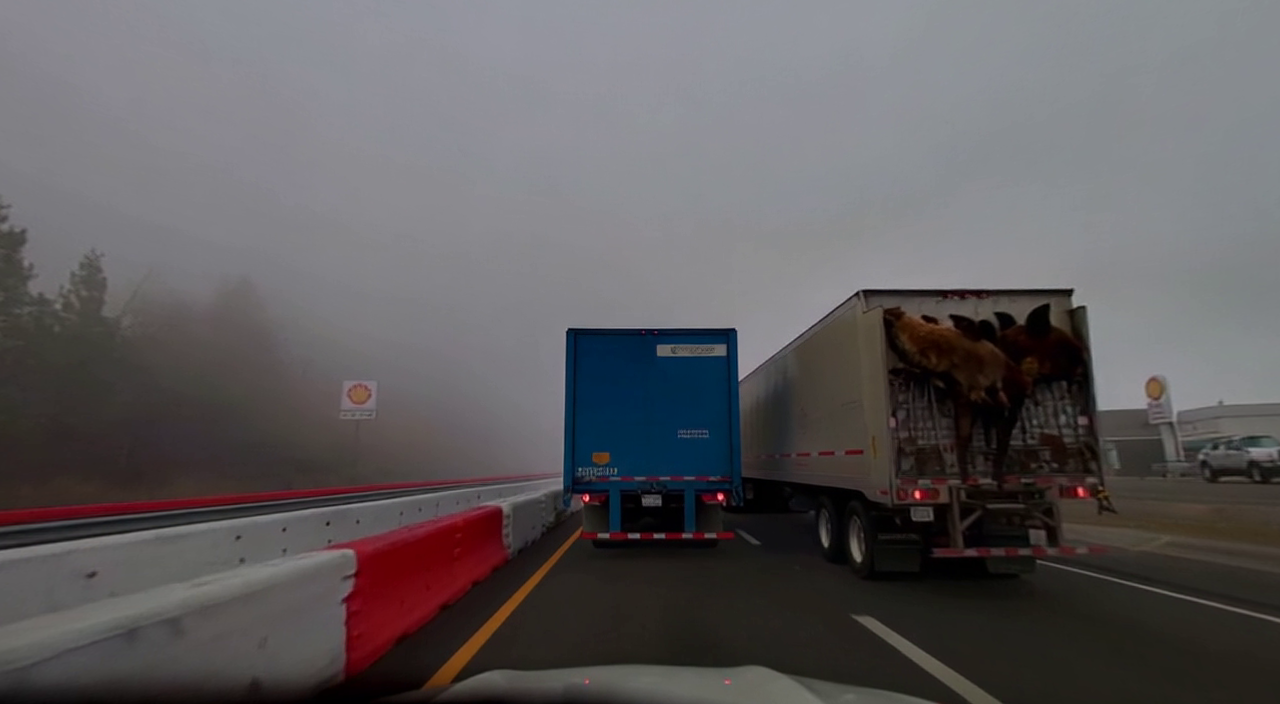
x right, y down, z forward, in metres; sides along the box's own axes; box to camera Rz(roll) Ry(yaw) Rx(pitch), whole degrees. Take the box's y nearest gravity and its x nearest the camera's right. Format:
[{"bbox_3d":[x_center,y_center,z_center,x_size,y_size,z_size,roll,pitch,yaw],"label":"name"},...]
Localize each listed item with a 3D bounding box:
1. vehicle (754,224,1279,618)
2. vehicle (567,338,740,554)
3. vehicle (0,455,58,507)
[{"bbox_3d":[4.360,1.404,10.538,2.936,3.640,9.443,1,-10,-1],"label":"vehicle"},{"bbox_3d":[0.217,2.206,14.105,2.618,3.306,8.676,1,-10,0],"label":"vehicle"},{"bbox_3d":[-48.142,9.891,49.180,13.553,3.527,2.924,-10,-15,44],"label":"vehicle"}]
